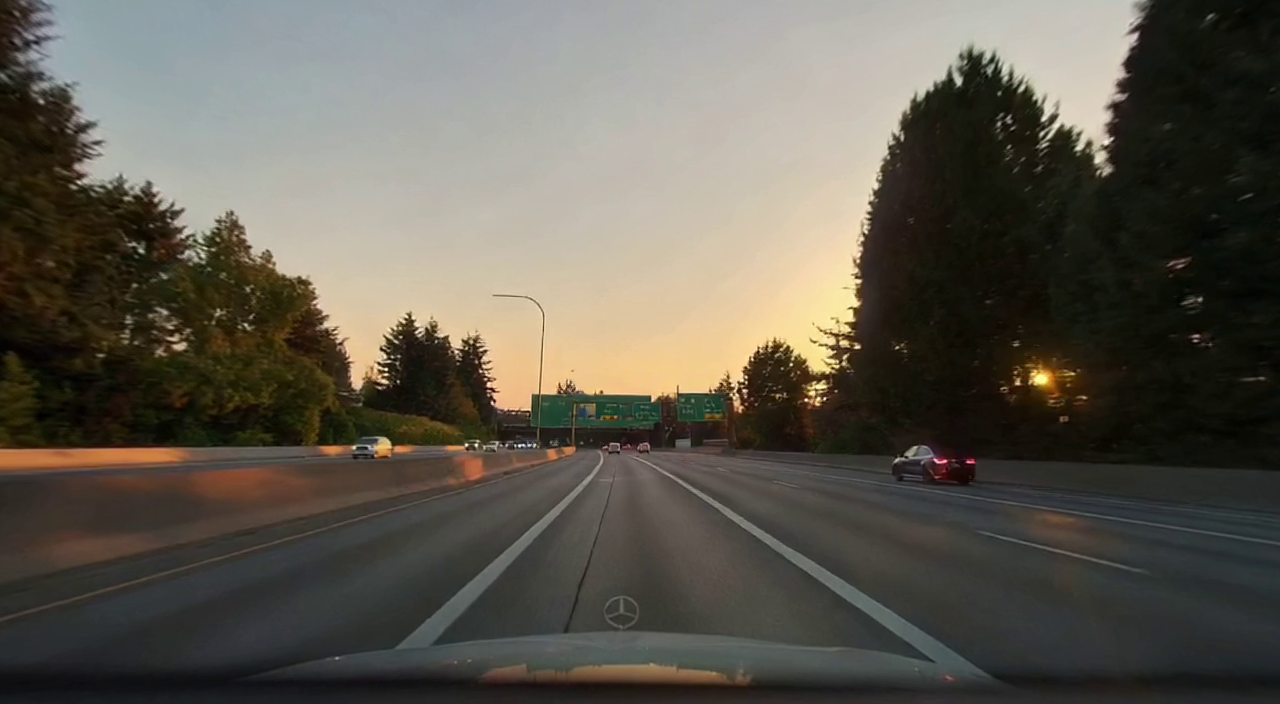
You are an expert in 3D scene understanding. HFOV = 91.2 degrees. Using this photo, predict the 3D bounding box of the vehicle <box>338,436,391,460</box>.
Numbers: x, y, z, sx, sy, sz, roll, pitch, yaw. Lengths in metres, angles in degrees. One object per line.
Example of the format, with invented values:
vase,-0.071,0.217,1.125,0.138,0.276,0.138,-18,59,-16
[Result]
vehicle,-17.883,6.262,40.830,1.750,1.484,3.830,0,-9,-1

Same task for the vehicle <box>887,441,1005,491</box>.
vehicle,9.914,3.698,20.645,1.853,1.463,3.780,0,-9,-2
